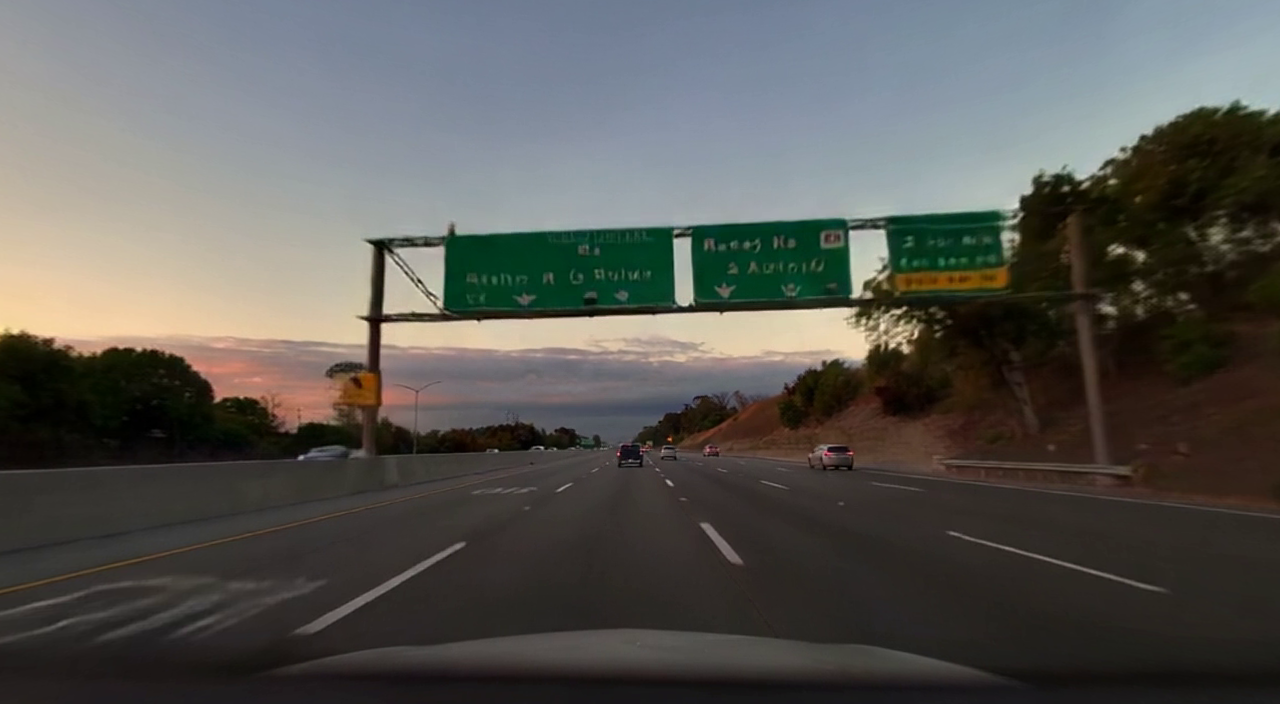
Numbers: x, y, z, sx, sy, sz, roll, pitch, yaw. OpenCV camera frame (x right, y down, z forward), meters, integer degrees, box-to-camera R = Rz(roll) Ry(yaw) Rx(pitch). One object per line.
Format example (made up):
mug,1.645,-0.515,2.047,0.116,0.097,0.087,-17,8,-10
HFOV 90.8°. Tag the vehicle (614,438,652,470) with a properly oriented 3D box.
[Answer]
vehicle,-0.464,5.989,37.119,2.121,1.739,4.087,0,-8,-2

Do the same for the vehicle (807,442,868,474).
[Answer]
vehicle,11.117,5.959,35.872,1.912,1.673,4.438,0,-8,-1

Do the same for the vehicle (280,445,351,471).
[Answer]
vehicle,-21.673,7.068,42.463,2.039,1.585,5.259,0,-9,0
